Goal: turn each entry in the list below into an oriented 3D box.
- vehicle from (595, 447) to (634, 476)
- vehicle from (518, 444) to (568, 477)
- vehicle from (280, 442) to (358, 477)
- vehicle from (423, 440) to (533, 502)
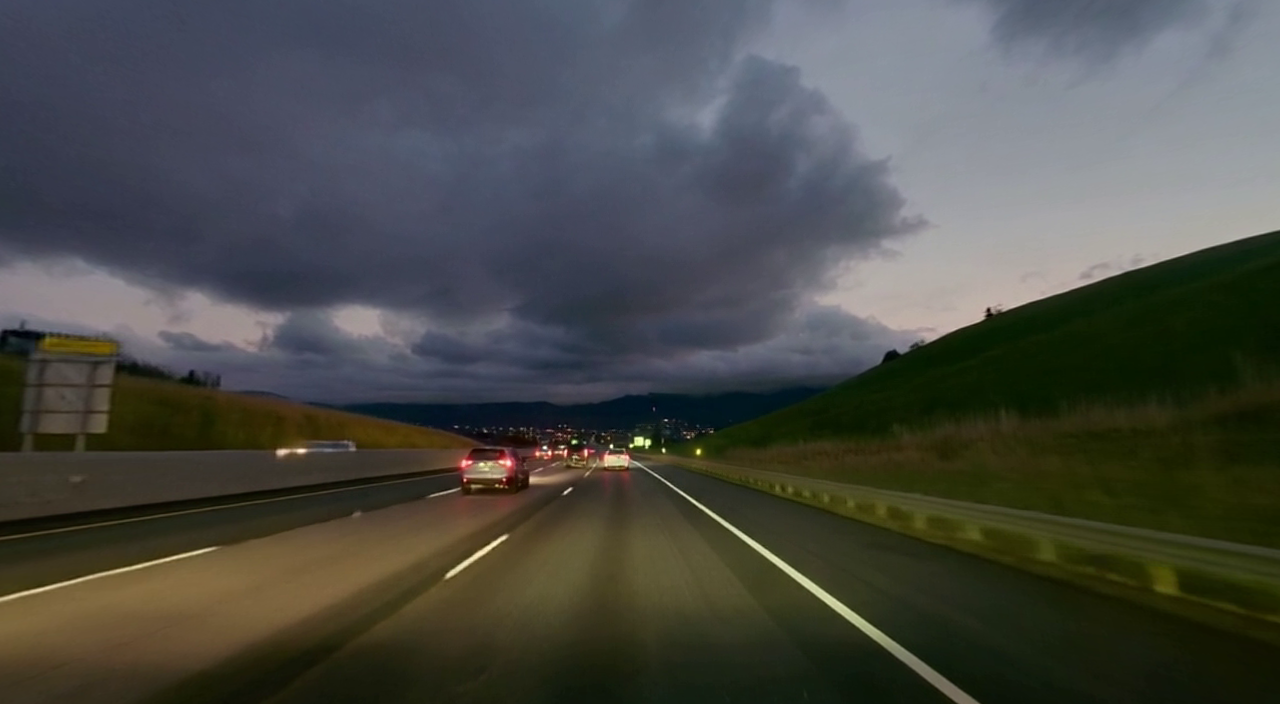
[{"bbox_3d":[-1.415,6.002,34.810,1.988,1.440,4.201,0,-9,-3],"label":"vehicle"},{"bbox_3d":[-5.202,5.865,34.292,2.118,1.624,4.032,0,-9,-1],"label":"vehicle"},{"bbox_3d":[-15.402,5.171,30.509,1.869,1.545,3.739,0,-9,-2],"label":"vehicle"},{"bbox_3d":[-4.653,3.481,18.867,2.208,1.619,4.162,0,-9,-1],"label":"vehicle"}]
